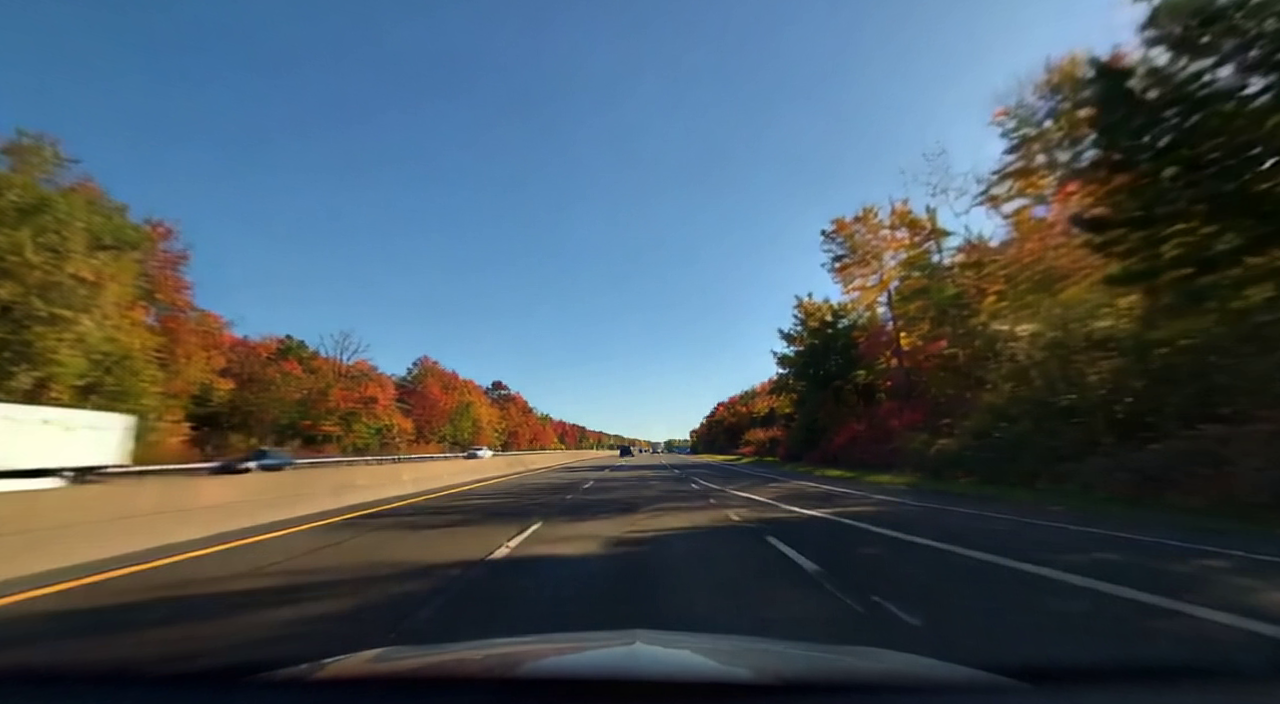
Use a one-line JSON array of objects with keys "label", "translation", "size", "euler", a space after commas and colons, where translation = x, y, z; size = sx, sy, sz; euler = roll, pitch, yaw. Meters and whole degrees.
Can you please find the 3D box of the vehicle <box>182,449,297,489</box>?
[{"label": "vehicle", "translation": [-16.301, 4.766, 25.806], "size": [1.825, 1.469, 4.326], "euler": [-1, -9, 0]}]
